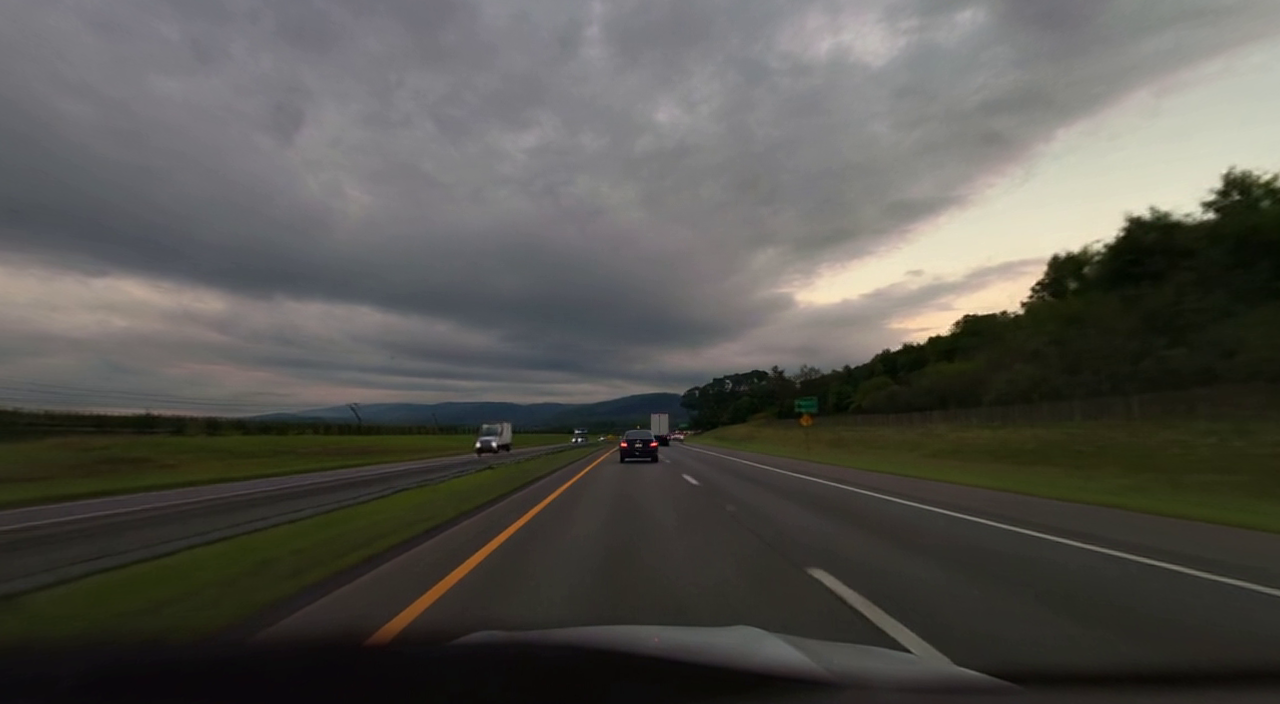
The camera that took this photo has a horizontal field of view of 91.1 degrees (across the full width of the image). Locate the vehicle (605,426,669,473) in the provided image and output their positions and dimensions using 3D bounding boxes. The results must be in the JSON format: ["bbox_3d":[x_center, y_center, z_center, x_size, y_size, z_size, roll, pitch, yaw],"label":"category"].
[{"bbox_3d":[-0.145,3.702,24.233,2.216,1.623,4.220,0,-8,-1],"label":"vehicle"}]
